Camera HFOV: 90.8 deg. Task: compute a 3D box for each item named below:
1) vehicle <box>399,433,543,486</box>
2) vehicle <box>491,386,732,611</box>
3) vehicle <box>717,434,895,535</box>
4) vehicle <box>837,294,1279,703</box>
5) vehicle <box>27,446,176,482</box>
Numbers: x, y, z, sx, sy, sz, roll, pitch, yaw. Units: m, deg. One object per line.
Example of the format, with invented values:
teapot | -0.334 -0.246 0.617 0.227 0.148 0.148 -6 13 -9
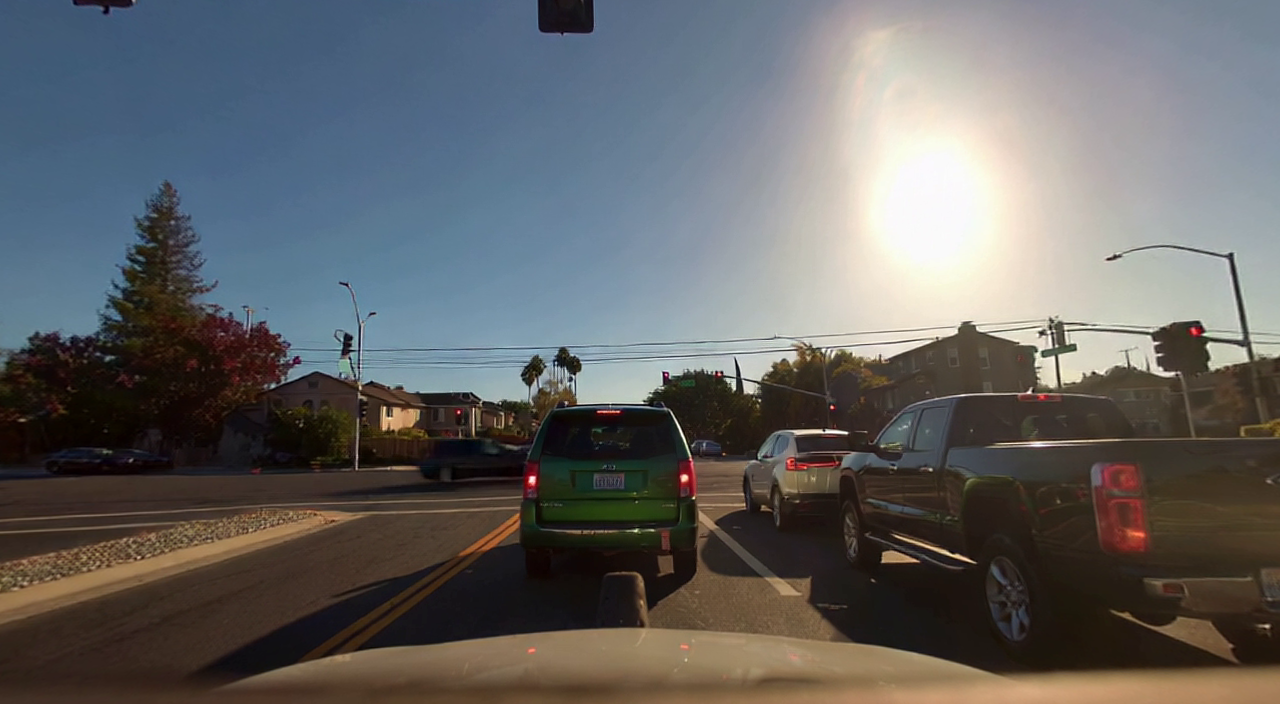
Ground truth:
vehicle | -5.815 3.763 22.314 4.635 1.755 1.882 1 -8 -8
vehicle | -0.257 1.414 6.825 1.915 1.780 3.379 0 -8 -1
vehicle | 2.709 2.270 11.533 1.952 1.465 4.421 0 -8 -2
vehicle | 2.980 1.003 3.789 1.886 1.849 5.070 0 -8 -1
vehicle | -22.928 4.778 27.060 4.533 1.350 1.714 0 -8 -9
